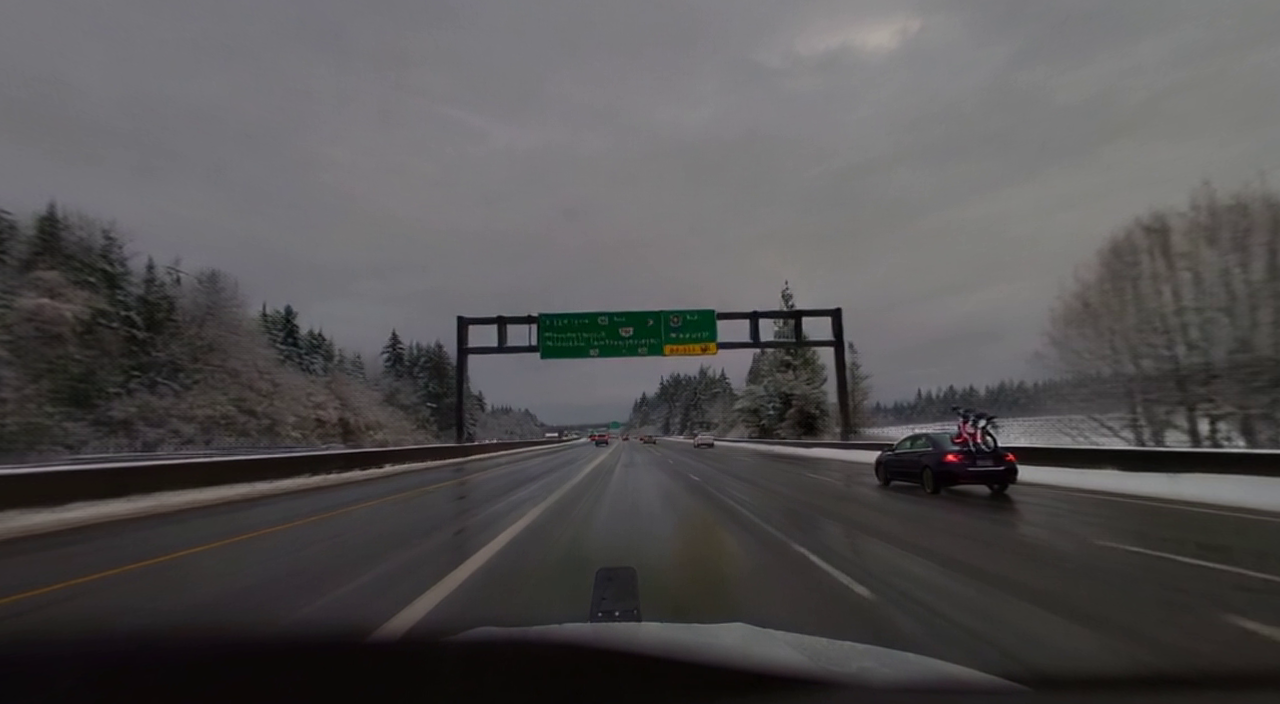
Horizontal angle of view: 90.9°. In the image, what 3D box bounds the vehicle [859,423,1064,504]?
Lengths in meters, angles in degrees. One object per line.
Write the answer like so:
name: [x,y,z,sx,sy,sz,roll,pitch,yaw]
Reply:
vehicle: [6.938,2.424,14.366,2.034,1.511,4.785,0,-8,-2]
